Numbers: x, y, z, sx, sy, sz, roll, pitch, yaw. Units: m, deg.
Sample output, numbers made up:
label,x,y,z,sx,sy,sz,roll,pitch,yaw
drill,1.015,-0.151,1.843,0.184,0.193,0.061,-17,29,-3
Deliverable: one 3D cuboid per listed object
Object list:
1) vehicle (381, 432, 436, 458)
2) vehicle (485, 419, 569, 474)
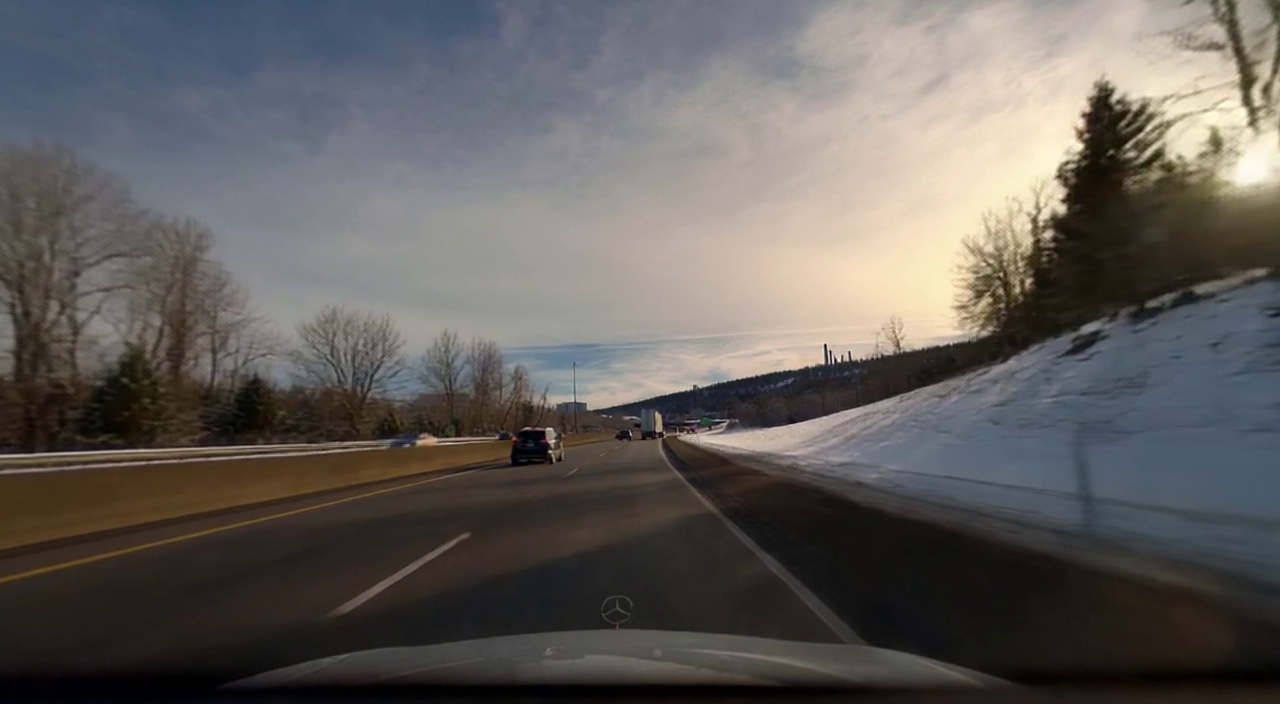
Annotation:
label,x,y,z,sx,sy,sz,roll,pitch,yaw
vehicle,-14.422,5.805,39.378,1.836,1.516,3.879,-1,-8,1
vehicle,-3.756,3.224,21.703,2.018,1.678,4.312,0,-8,1
